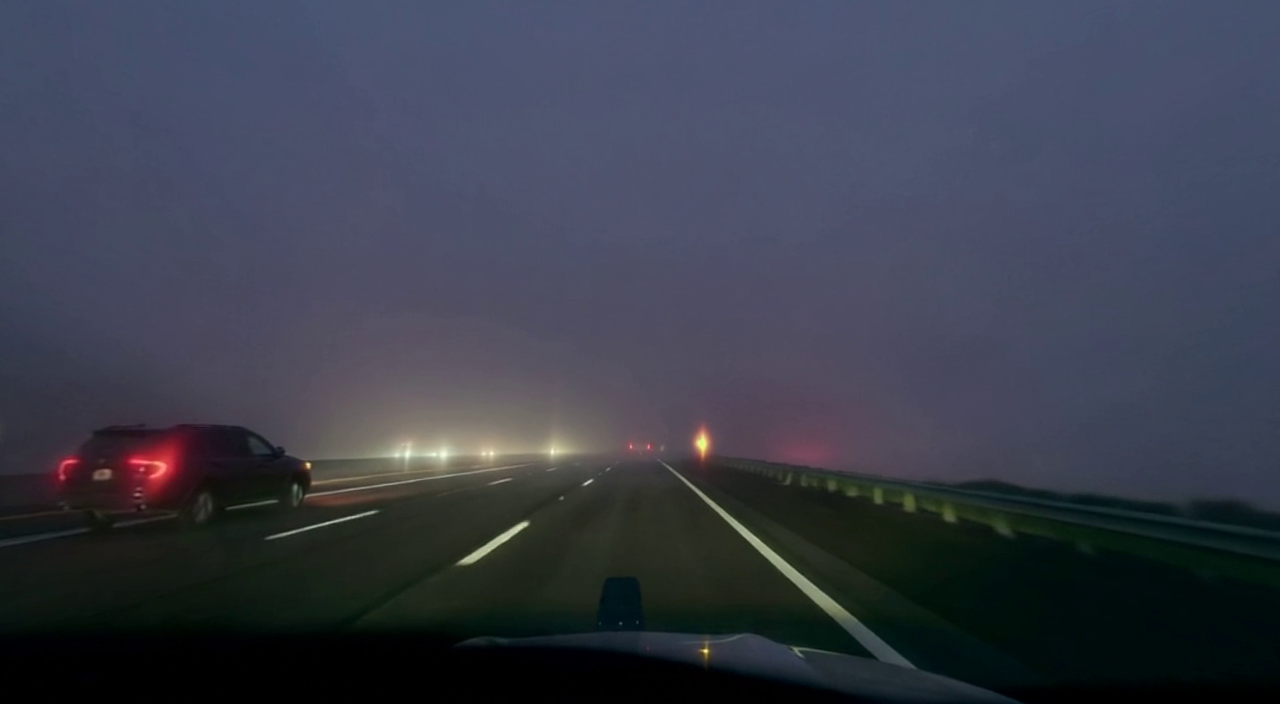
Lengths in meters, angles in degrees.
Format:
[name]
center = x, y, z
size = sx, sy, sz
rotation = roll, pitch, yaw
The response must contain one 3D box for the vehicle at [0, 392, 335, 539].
[vehicle]
center = -7.679, 1.892, 10.971
size = 2.163, 1.947, 4.959
rotation = 0, -9, 0
